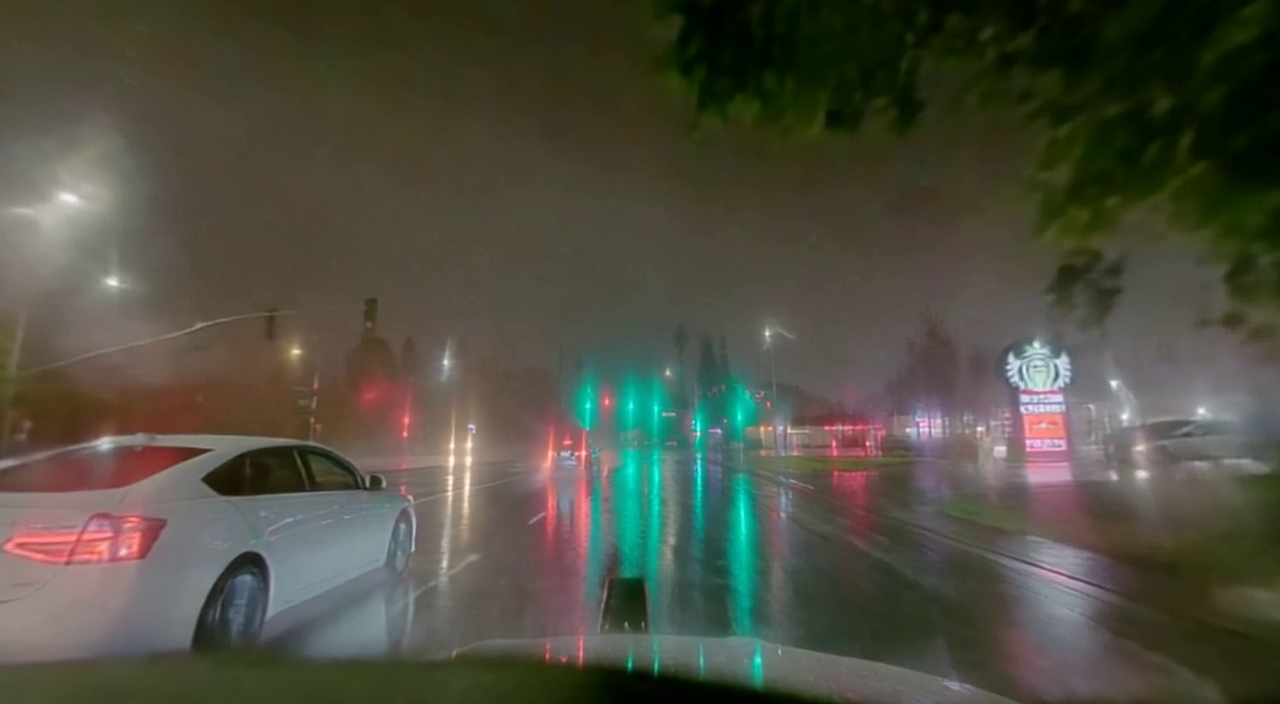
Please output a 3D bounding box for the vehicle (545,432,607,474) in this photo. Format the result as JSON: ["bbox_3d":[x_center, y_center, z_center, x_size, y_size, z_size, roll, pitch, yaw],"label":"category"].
[{"bbox_3d":[-2.733,4.484,28.132,2.109,1.692,4.220,-1,-8,3],"label":"vehicle"}]

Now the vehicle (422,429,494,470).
[{"bbox_3d":[-9.064,4.913,31.908,2.030,1.906,4.661,-1,-8,3],"label":"vehicle"}]

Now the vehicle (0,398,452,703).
[{"bbox_3d":[-3.191,1.266,4.931,2.018,1.477,4.401,0,-8,1],"label":"vehicle"}]
